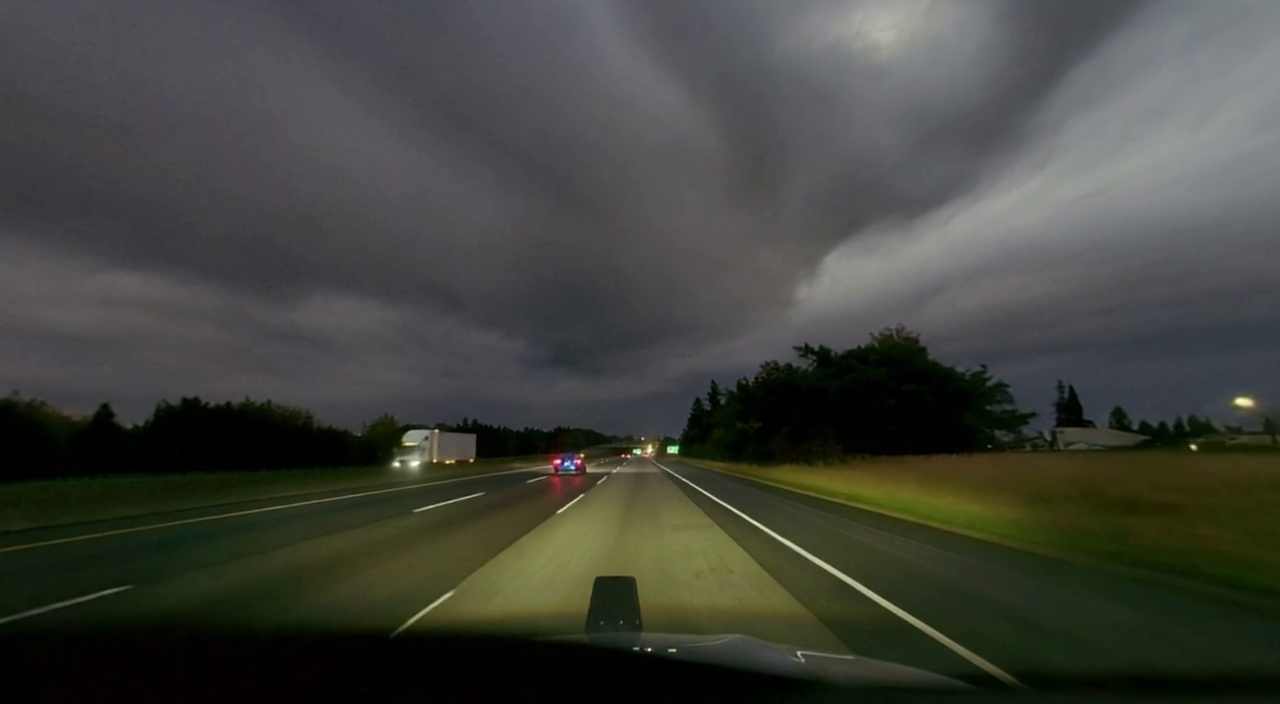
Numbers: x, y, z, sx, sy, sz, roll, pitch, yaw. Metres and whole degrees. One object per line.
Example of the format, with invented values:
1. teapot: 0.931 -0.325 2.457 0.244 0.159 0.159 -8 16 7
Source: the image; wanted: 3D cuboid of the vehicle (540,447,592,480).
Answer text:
1. vehicle: -3.627 5.556 31.714 2.121 1.537 3.852 0 -9 0
